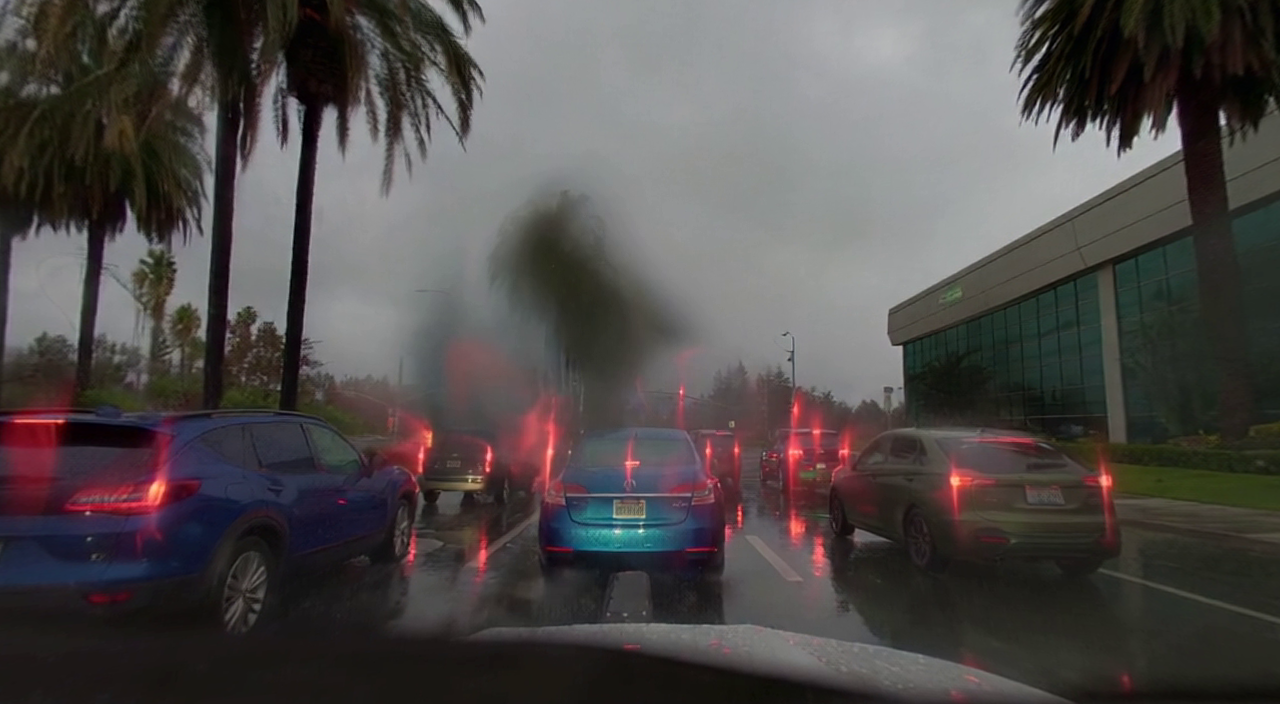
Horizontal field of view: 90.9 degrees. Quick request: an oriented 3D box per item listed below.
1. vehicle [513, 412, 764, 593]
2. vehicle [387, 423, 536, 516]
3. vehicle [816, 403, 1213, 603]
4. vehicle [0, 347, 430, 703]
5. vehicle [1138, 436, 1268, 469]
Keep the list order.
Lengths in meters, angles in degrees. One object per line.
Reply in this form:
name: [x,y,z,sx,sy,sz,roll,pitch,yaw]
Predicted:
vehicle: [-0.056,1.656,7.812,2.219,1.586,4.321,0,-8,-1]
vehicle: [-3.468,2.362,13.071,1.917,1.631,3.768,0,-8,1]
vehicle: [3.837,1.619,7.677,2.064,1.696,4.431,0,-8,0]
vehicle: [-3.538,1.174,5.362,2.014,1.775,4.404,0,-8,-1]
vehicle: [25.479,4.542,28.644,4.014,1.417,1.777,-1,-8,5]
